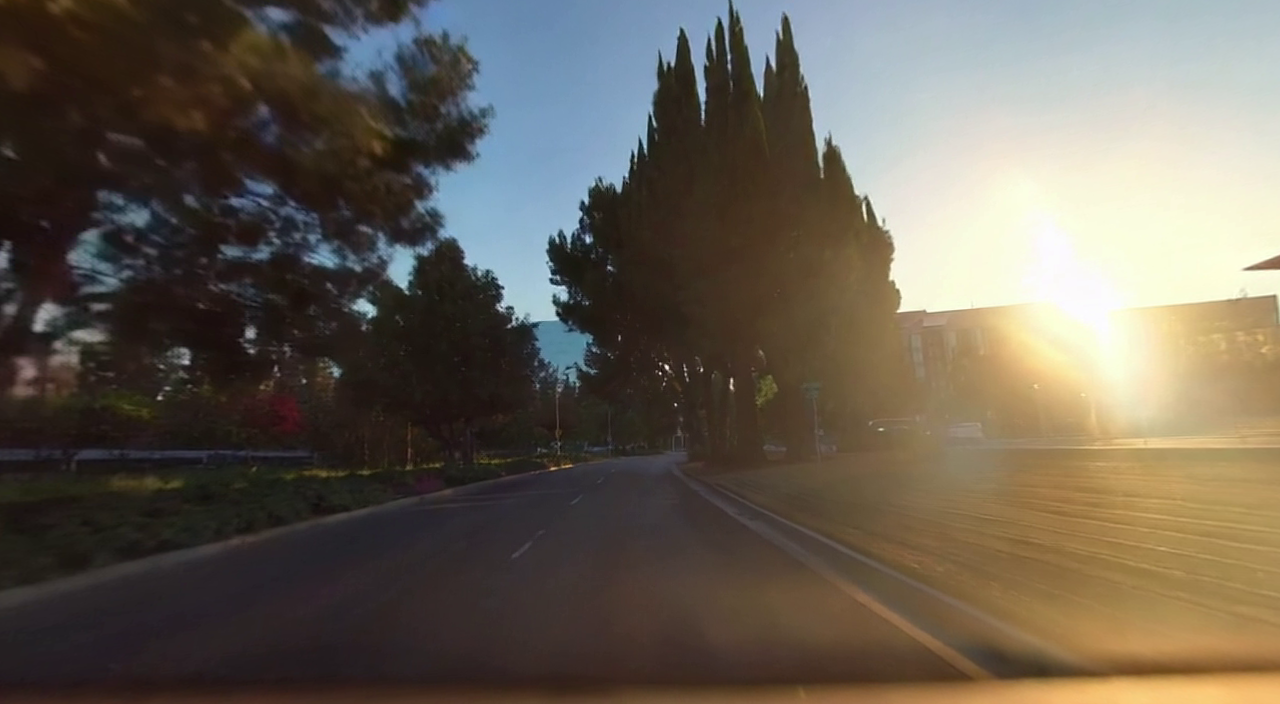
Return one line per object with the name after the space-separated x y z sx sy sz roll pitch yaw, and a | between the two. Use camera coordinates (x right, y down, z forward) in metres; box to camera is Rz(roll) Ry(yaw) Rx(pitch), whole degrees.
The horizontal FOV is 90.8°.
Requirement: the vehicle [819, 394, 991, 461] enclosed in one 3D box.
18.909 6.165 48.371 3.411 3.967 20.452 -1 -9 -3 | vehicle
